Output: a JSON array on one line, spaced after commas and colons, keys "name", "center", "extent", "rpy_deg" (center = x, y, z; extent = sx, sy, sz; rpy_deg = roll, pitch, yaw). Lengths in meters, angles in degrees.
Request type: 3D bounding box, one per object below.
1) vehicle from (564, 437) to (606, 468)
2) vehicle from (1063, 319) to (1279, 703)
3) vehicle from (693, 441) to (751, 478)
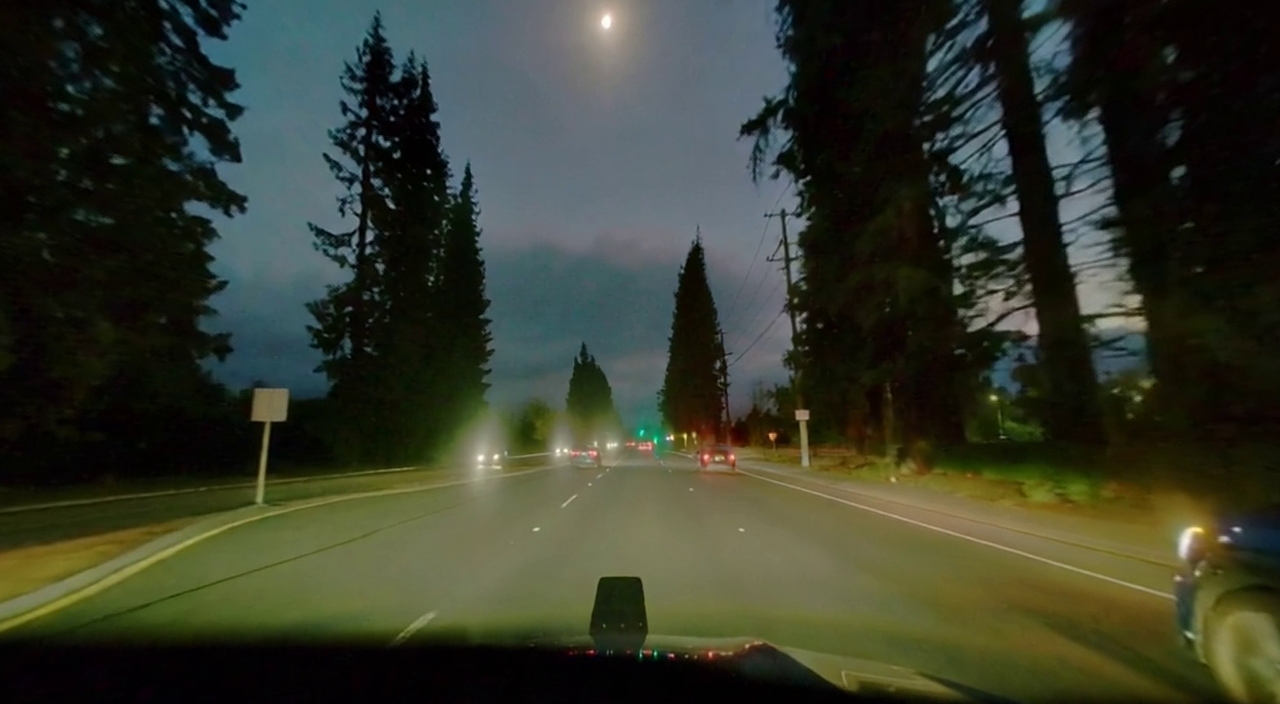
[{"name": "vehicle", "center": [-3.260, 6.112, 38.427], "extent": [2.066, 1.725, 4.241], "rpy_deg": [0, -8, 1]}, {"name": "vehicle", "center": [3.390, 0.593, 1.125], "extent": [2.182, 1.744, 4.464], "rpy_deg": [0, -8, 1]}, {"name": "vehicle", "center": [3.494, 4.646, 27.611], "extent": [1.906, 1.468, 4.422], "rpy_deg": [0, -8, -1]}]
